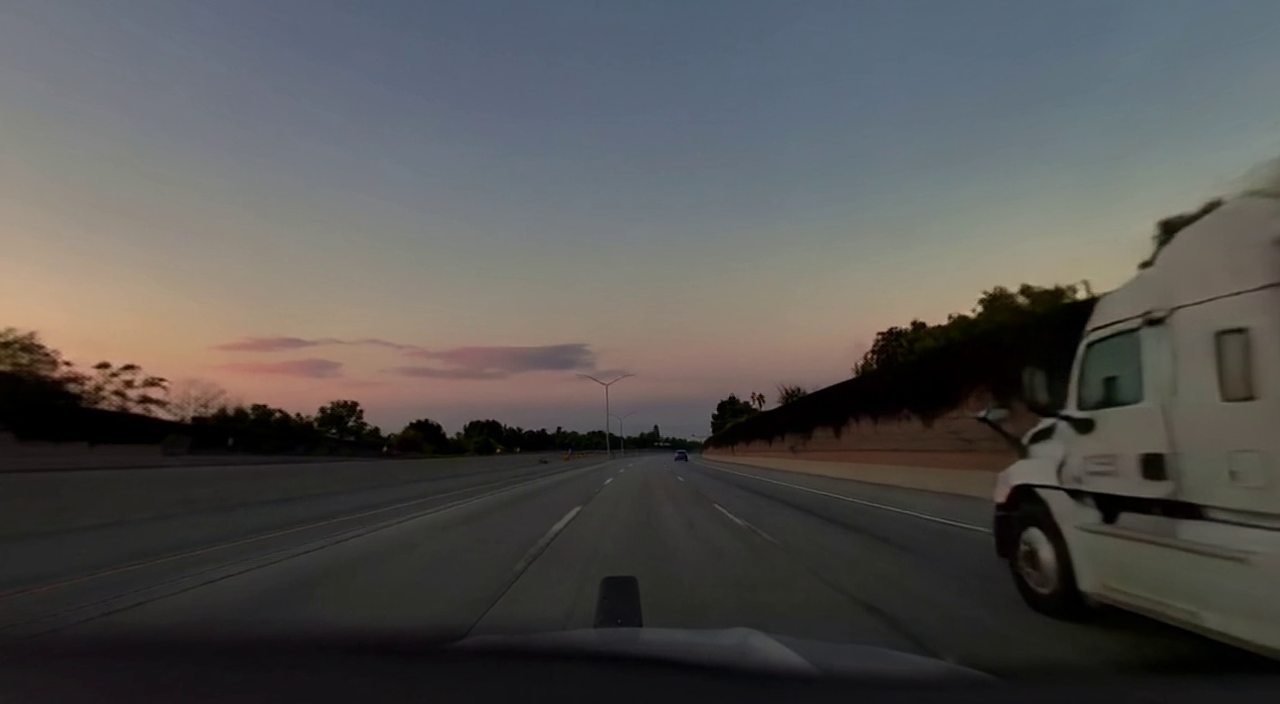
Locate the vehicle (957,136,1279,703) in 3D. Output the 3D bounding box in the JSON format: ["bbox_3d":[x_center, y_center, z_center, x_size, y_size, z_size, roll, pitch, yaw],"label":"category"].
[{"bbox_3d":[4.152,0.205,1.717,2.436,2.701,7.451,0,-9,-2],"label":"vehicle"}]
